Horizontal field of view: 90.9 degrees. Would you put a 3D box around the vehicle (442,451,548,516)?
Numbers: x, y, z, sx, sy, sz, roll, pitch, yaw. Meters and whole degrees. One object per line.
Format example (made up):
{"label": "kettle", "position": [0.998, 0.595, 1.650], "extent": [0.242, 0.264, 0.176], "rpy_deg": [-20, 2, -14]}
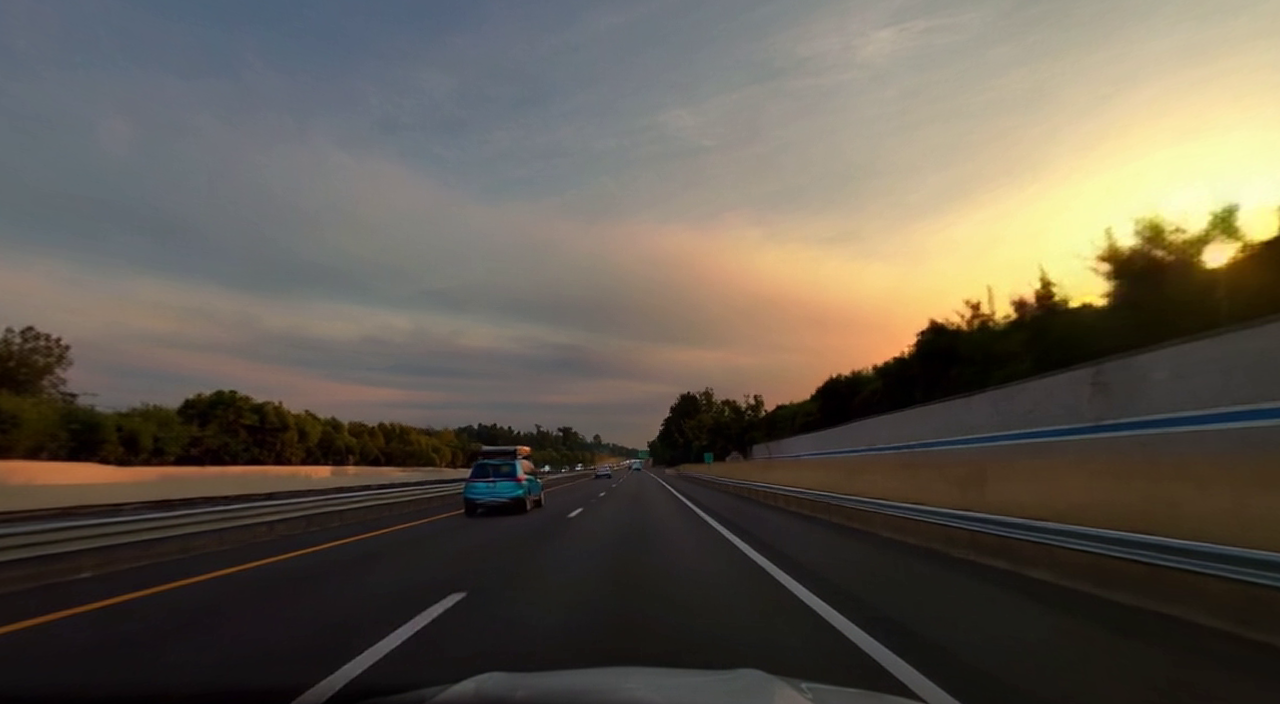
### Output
{"label": "vehicle", "position": [-4.126, 3.853, 18.732], "extent": [2.022, 1.650, 4.331], "rpy_deg": [0, -11, 1]}
